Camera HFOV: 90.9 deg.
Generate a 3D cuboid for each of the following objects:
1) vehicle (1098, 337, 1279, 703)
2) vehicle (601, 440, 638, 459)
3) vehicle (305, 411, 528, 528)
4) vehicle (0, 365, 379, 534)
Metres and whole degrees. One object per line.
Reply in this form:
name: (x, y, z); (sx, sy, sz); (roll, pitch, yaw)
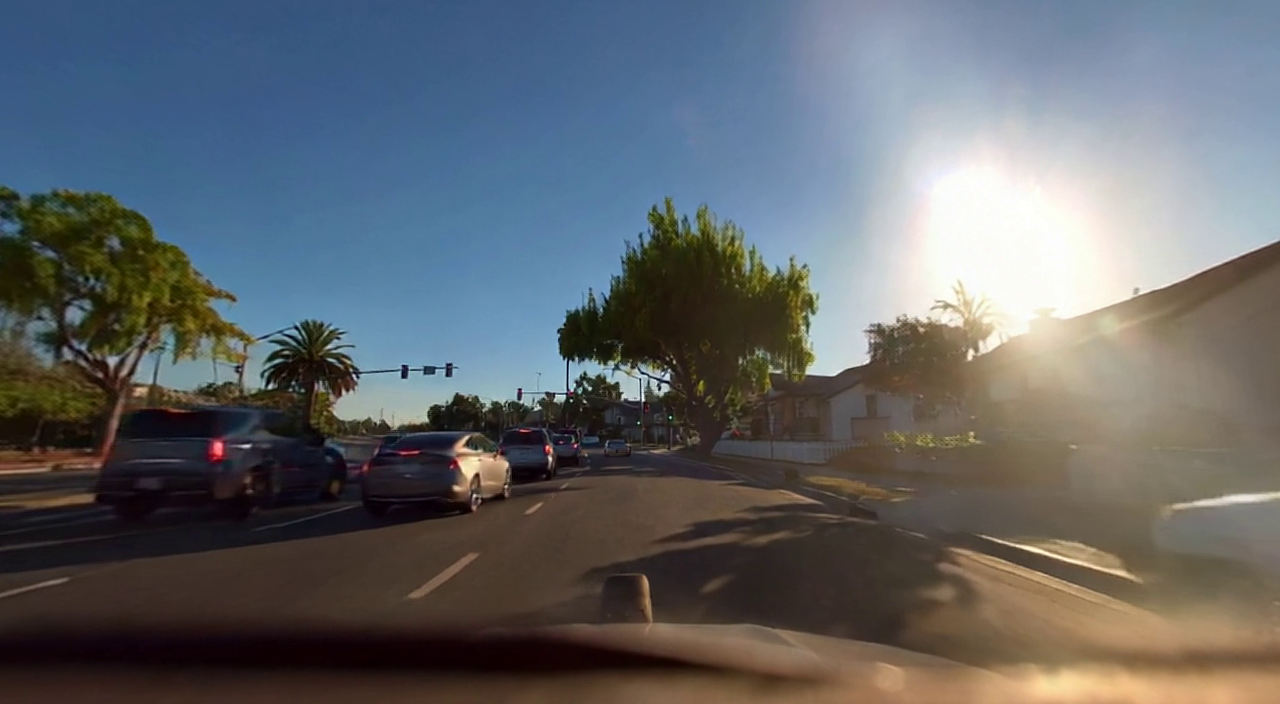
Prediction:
vehicle: (3.683, 0.649, 1.551); (1.801, 1.746, 4.325); (0, -8, 0)
vehicle: (-1.451, 6.635, 42.924); (2.131, 1.222, 3.868); (1, -8, -7)
vehicle: (-3.577, 1.979, 11.238); (2.181, 1.636, 4.504); (0, -8, 2)
vehicle: (-6.995, 1.640, 10.990); (2.507, 2.141, 5.764); (0, -8, -1)
